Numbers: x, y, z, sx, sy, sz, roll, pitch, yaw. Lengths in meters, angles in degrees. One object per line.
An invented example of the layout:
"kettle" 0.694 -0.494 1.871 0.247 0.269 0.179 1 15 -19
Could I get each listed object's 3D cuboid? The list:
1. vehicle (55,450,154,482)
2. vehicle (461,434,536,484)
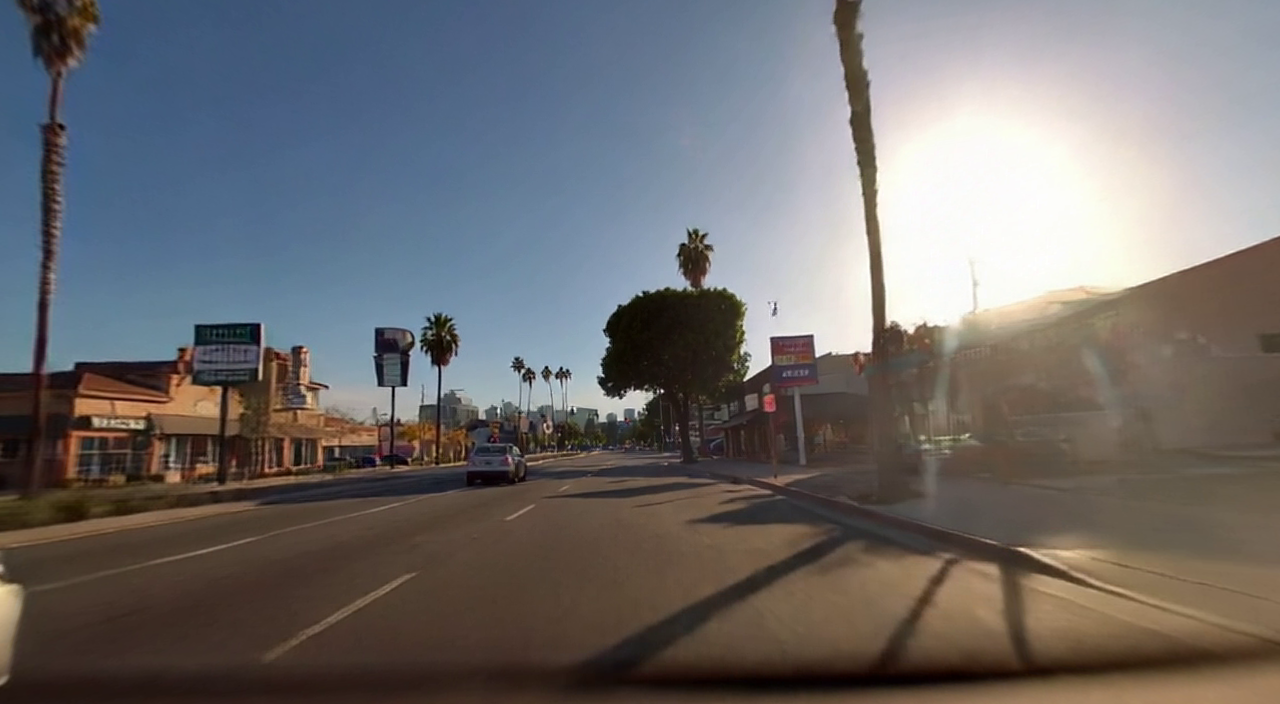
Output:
"vehicle" -34.401 7.276 40.479 4.863 1.903 2.481 -3 -9 18
"vehicle" -5.661 4.339 25.770 2.136 1.844 4.363 0 -8 -2
